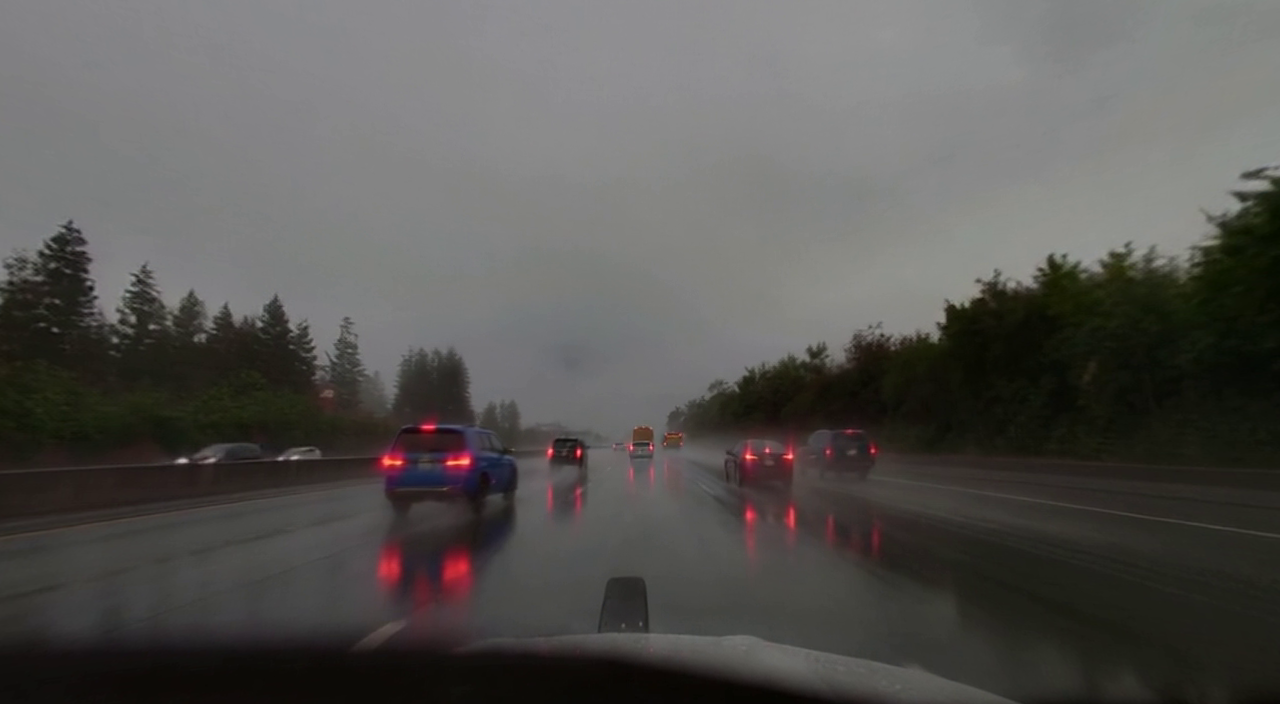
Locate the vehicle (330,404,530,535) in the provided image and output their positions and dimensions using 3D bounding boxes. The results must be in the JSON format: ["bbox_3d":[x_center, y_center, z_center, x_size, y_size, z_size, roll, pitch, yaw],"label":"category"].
[{"bbox_3d":[-3.462,2.049,11.511,2.016,1.898,4.458,0,-9,1],"label":"vehicle"}]

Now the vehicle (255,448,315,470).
[{"bbox_3d":[-26.710,8.024,47.611,1.860,1.513,4.489,0,-9,1],"label":"vehicle"}]

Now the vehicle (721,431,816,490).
[{"bbox_3d":[3.982,3.467,20.429,2.050,1.661,4.636,0,-9,-1],"label":"vehicle"}]

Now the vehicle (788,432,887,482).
[{"bbox_3d":[7.855,4.246,25.783,2.191,1.807,5.692,0,-9,0],"label":"vehicle"}]

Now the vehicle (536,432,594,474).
[{"bbox_3d":[-3.502,4.827,30.389,2.155,1.843,4.567,0,-8,1],"label":"vehicle"}]

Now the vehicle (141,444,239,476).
[{"bbox_3d":[-23.723,5.696,33.493,1.855,1.571,4.450,0,-9,0],"label":"vehicle"}]

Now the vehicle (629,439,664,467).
[{"bbox_3d":[0.370,6.230,38.915,2.042,1.632,3.654,0,-9,0],"label":"vehicle"}]
